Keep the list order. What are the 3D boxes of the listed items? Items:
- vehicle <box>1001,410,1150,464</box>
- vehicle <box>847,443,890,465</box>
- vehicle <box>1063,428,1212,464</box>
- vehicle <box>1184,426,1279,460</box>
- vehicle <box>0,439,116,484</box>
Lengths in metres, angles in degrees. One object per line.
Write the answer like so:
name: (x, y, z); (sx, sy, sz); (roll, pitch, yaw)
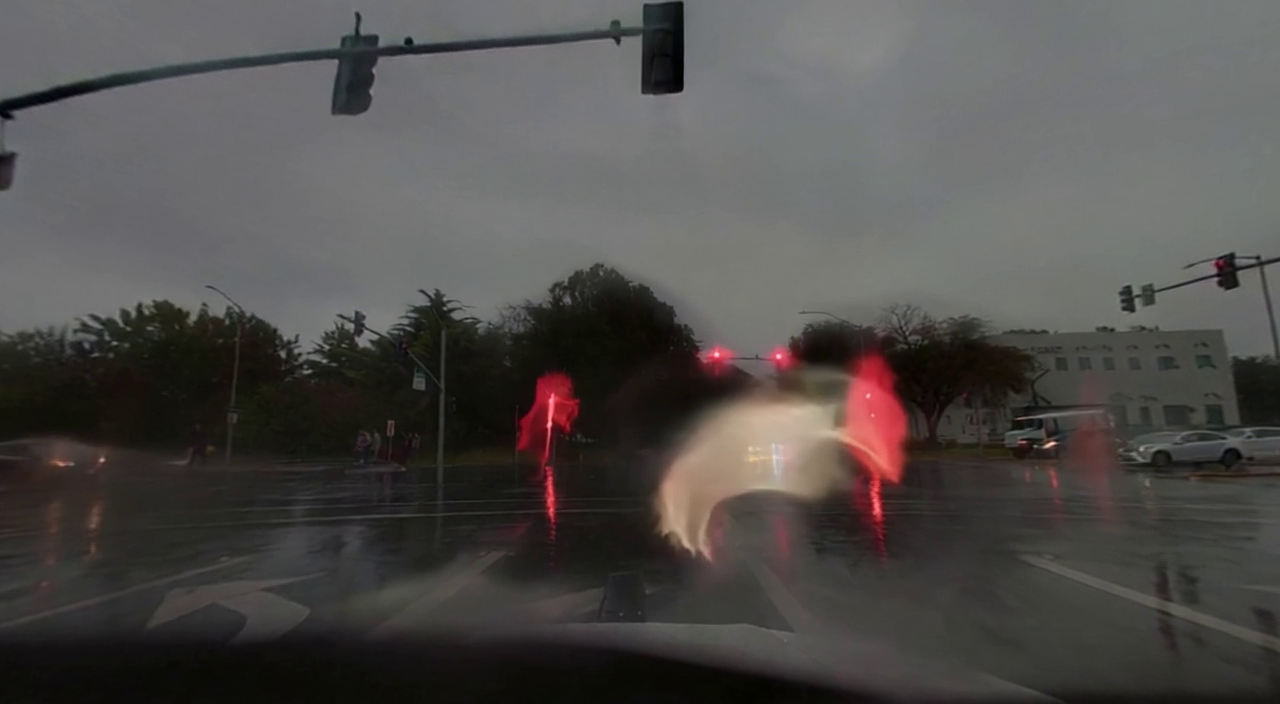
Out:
vehicle: (23.120, 4.555, 33.818); (5.855, 2.746, 2.523); (-1, -9, 4)
vehicle: (17.774, 7.925, 49.254); (1.789, 1.557, 4.293); (0, -9, 1)
vehicle: (21.479, 4.102, 27.460); (4.740, 1.464, 1.876); (-1, -9, 3)
vehicle: (31.673, 4.722, 32.762); (4.896, 1.729, 1.952); (-1, -9, 5)
vehicle: (-21.559, 3.886, 22.461); (4.265, 1.493, 1.871); (-1, -9, 4)
